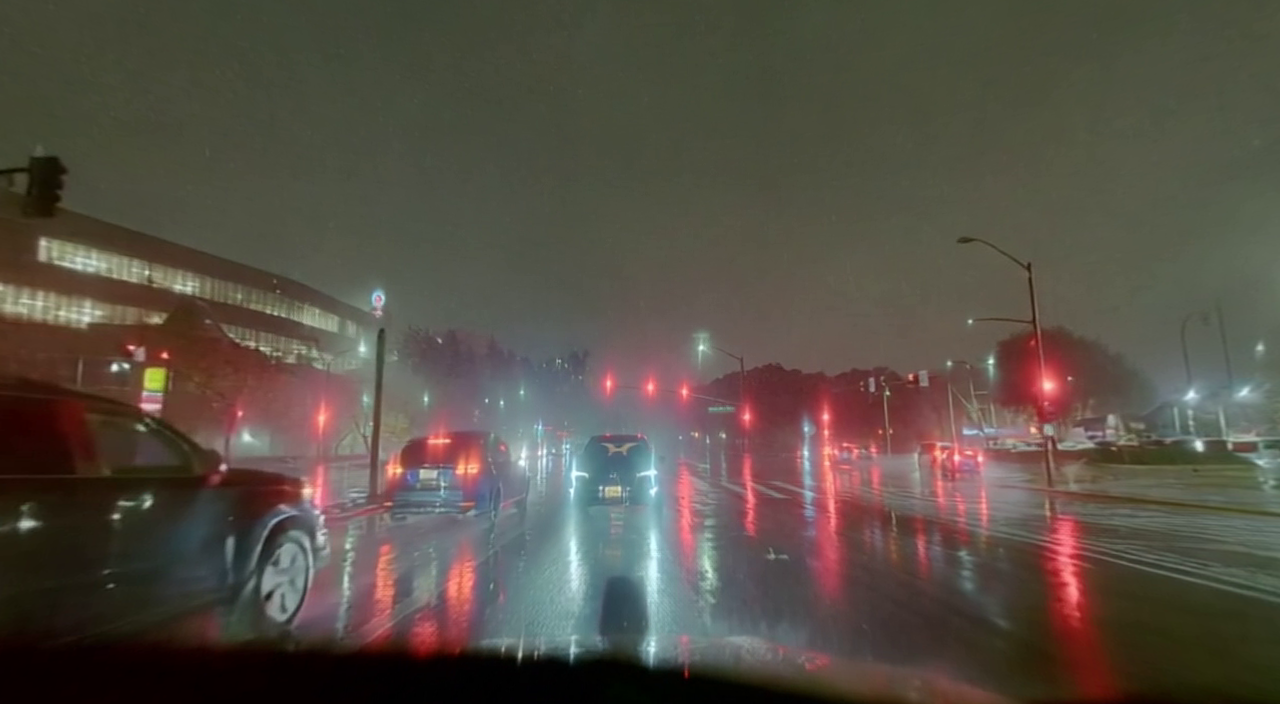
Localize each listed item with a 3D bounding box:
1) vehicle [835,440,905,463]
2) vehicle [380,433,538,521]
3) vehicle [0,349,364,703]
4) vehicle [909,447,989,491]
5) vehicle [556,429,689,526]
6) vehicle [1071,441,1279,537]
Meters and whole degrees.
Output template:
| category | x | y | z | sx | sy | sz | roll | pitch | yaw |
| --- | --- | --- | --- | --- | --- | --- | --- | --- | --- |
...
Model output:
| category | x | y | z | sx | sy | sz | roll | pitch | yaw |
| --- | --- | --- | --- | --- | --- | --- | --- | --- | --- |
| vehicle | 17.240 | 7.431 | 47.221 | 5.064 | 1.670 | 1.966 | 4 | -10 | -29 |
| vehicle | -3.461 | 2.460 | 12.995 | 1.939 | 1.474 | 4.327 | 0 | -8 | 0 |
| vehicle | -3.451 | 0.955 | 3.147 | 2.057 | 1.678 | 4.639 | 0 | -8 | 0 |
| vehicle | 12.488 | 4.707 | 25.739 | 1.935 | 1.435 | 4.141 | 3 | -8 | 12 |
| vehicle | -0.307 | 2.252 | 11.844 | 2.059 | 1.477 | 3.988 | 0 | -8 | -1 |
| vehicle | 10.724 | 2.463 | 12.071 | 1.936 | 1.474 | 4.331 | 0 | -8 | 1 |
